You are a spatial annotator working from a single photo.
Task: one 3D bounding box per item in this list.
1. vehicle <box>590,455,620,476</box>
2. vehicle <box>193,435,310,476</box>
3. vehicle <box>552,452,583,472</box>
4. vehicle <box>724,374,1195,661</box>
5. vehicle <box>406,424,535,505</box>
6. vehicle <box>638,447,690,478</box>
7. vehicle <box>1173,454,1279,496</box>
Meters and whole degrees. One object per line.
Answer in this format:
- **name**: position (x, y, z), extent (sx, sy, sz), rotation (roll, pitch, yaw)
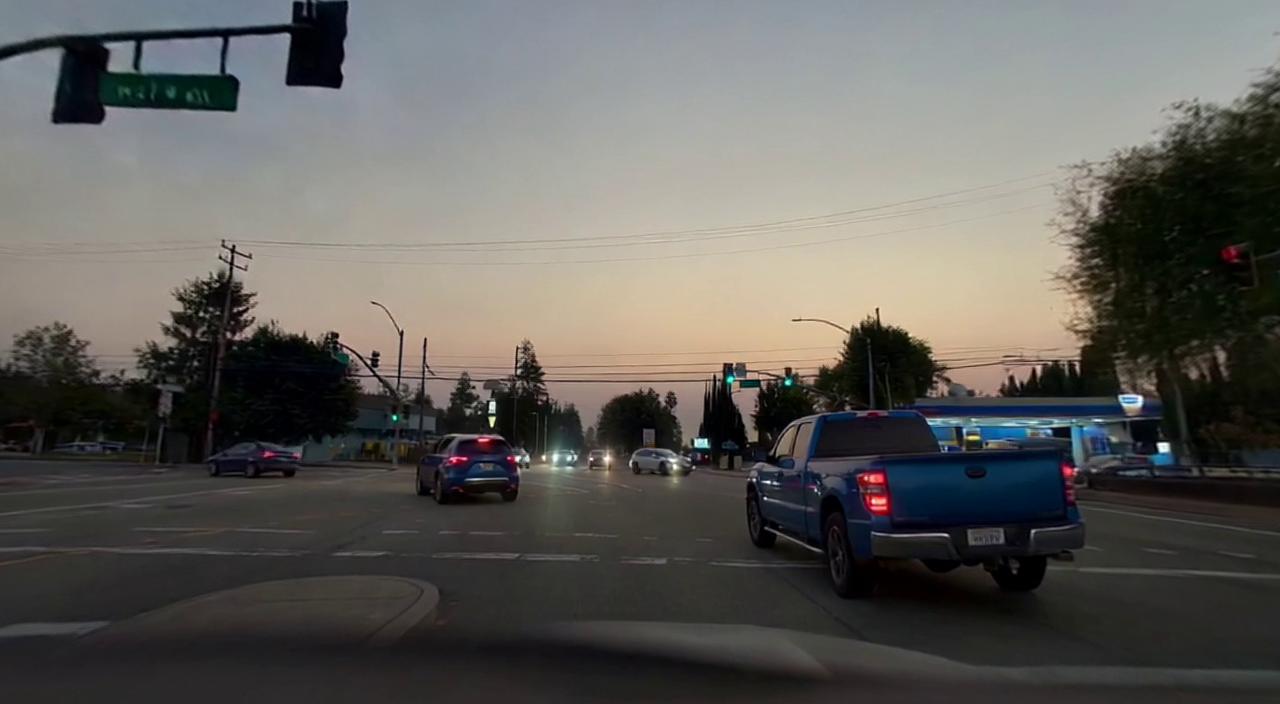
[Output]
- **vehicle**: position (-2.336, 7.482, 41.809), extent (1.898, 1.281, 4.013), rotation (0, -9, -3)
- **vehicle**: position (-17.435, 4.641, 28.295), extent (4.498, 1.725, 1.921), rotation (-3, -9, 18)
- **vehicle**: position (-5.615, 8.499, 49.040), extent (1.856, 1.448, 4.455), rotation (0, -9, 1)
- **vehicle**: position (2.427, 1.444, 6.724), extent (2.036, 1.818, 5.192), rotation (0, -9, -3)
- **vehicle**: position (-4.810, 3.014, 17.317), extent (2.141, 1.842, 4.889), rotation (5, -10, -30)
- **vehicle**: position (1.352, 6.574, 37.721), extent (1.977, 1.726, 4.721), rotation (2, -9, -12)
- **vehicle**: position (23.026, 4.547, 23.525), extent (4.426, 1.455, 1.980), rotation (0, -9, -1)
